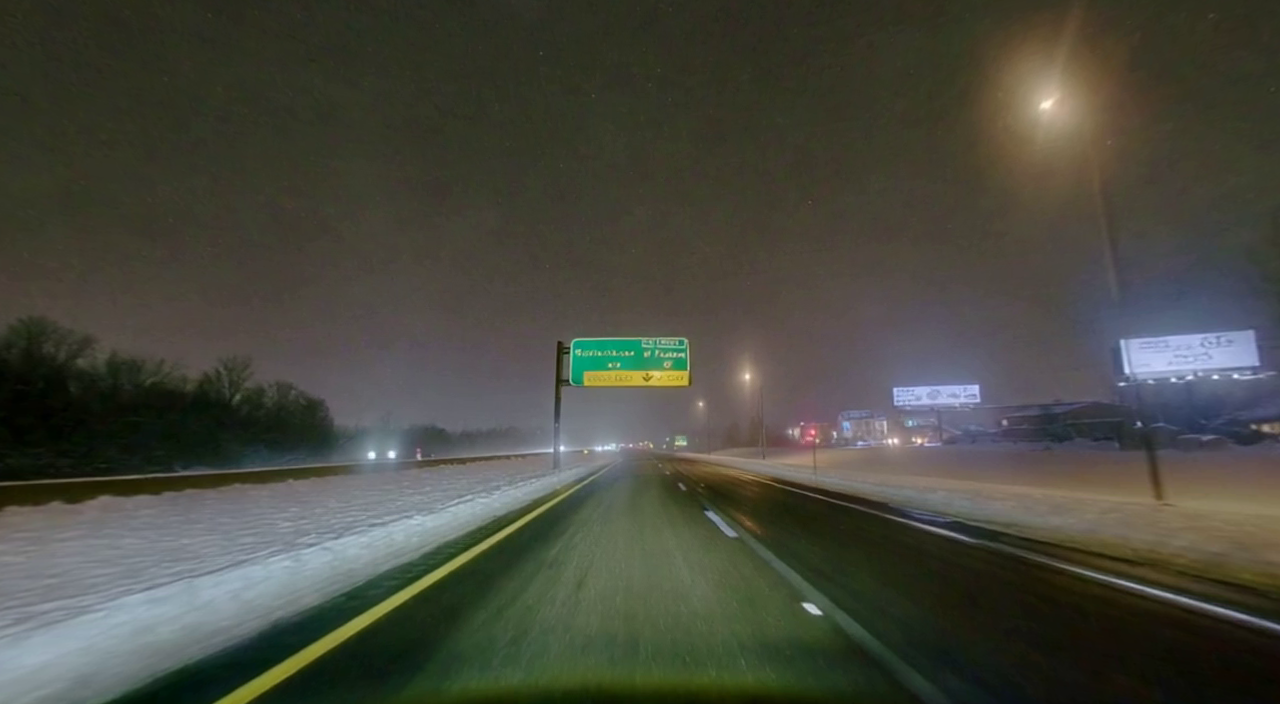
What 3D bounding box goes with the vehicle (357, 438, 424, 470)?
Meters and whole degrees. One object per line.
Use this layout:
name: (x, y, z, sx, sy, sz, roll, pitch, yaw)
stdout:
vehicle: (-17.572, 7.223, 44.702, 2.318, 2.113, 5.579, 0, -9, 1)
